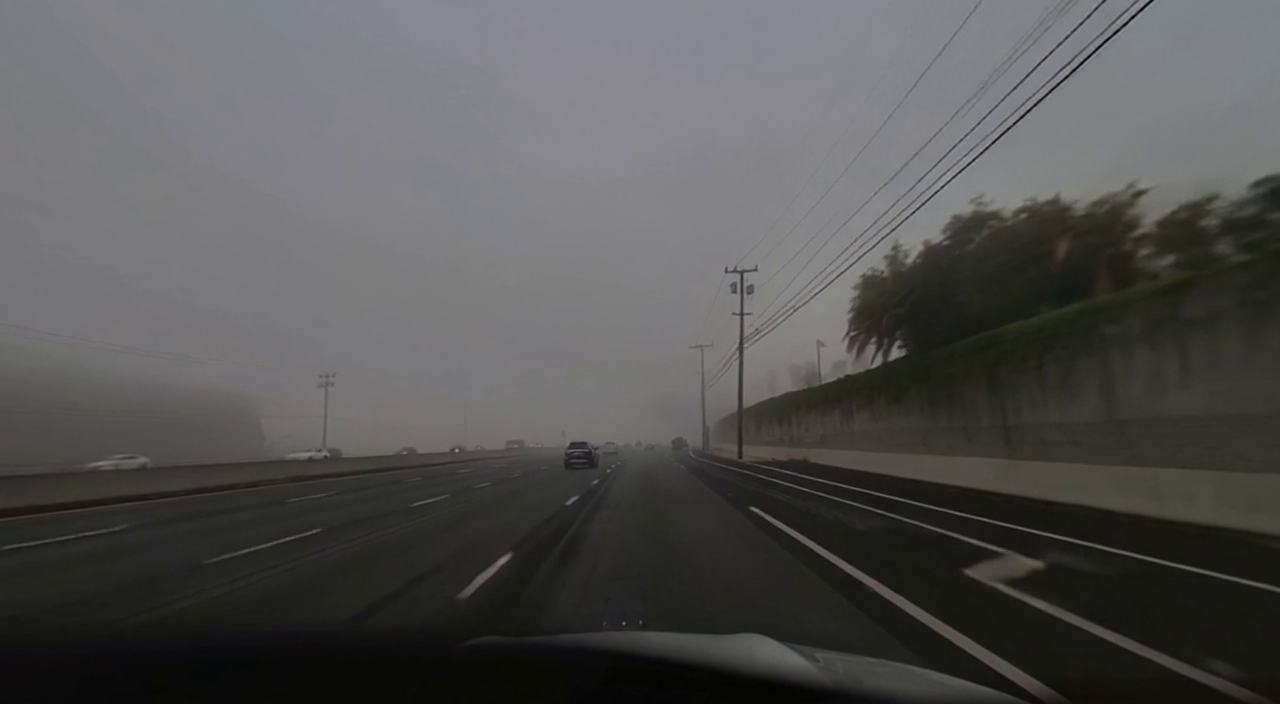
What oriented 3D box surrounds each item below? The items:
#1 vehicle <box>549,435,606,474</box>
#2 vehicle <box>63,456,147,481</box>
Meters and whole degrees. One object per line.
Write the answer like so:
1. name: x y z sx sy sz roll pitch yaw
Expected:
1. vehicle: -2.697 4.555 28.157 2.029 1.609 3.935 0 -8 2
2. vehicle: -35.546 7.726 42.065 1.758 1.459 4.364 0 -8 0
